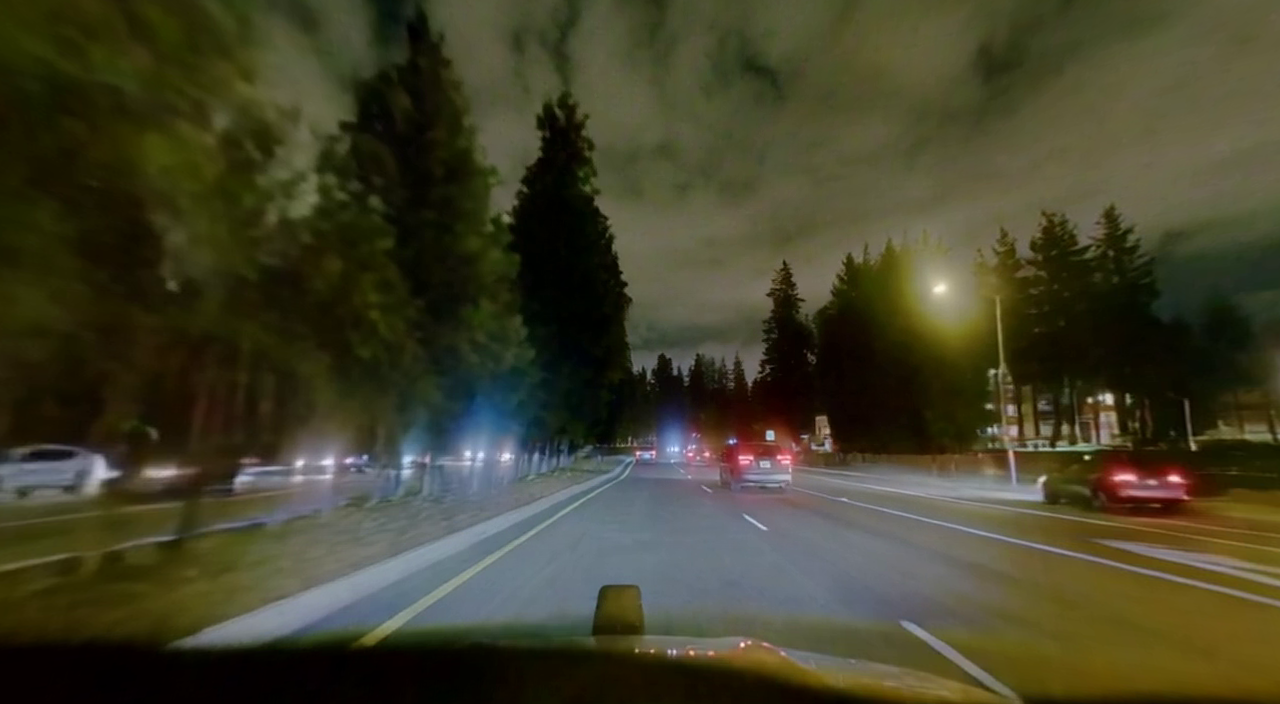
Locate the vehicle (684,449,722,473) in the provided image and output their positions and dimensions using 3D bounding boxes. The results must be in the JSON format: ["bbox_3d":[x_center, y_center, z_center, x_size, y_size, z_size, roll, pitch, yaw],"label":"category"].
[{"bbox_3d":[4.073,7.138,41.758,2.064,1.474,4.389,0,-9,0],"label":"vehicle"}]

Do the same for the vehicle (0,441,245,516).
[{"bbox_3d":[-11.967,2.900,15.097,2.046,1.485,4.591,0,-9,0],"label":"vehicle"}]

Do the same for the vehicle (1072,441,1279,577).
[{"bbox_3d":[8.043,1.912,8.146,1.949,1.492,4.103,0,-9,-2],"label":"vehicle"}]

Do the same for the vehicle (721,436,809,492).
[{"bbox_3d":[4.353,3.989,22.883,2.209,1.813,4.724,0,-9,0],"label":"vehicle"}]

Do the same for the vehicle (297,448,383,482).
[{"bbox_3d":[-15.416,5.801,32.822,1.991,1.513,5.063,0,-8,0],"label":"vehicle"}]
